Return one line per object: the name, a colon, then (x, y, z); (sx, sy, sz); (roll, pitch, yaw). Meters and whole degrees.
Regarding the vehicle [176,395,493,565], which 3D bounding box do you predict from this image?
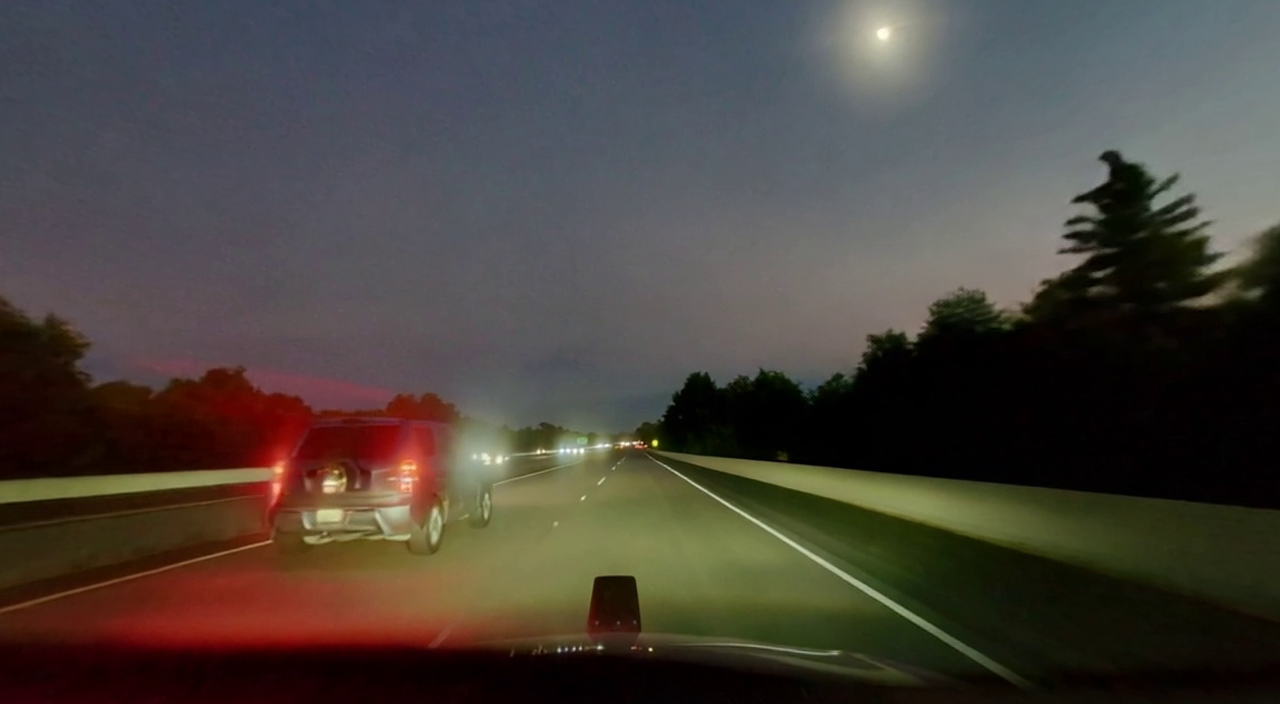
vehicle: (-3.793, 1.720, 9.011); (2.292, 1.802, 4.481); (0, -9, 0)
